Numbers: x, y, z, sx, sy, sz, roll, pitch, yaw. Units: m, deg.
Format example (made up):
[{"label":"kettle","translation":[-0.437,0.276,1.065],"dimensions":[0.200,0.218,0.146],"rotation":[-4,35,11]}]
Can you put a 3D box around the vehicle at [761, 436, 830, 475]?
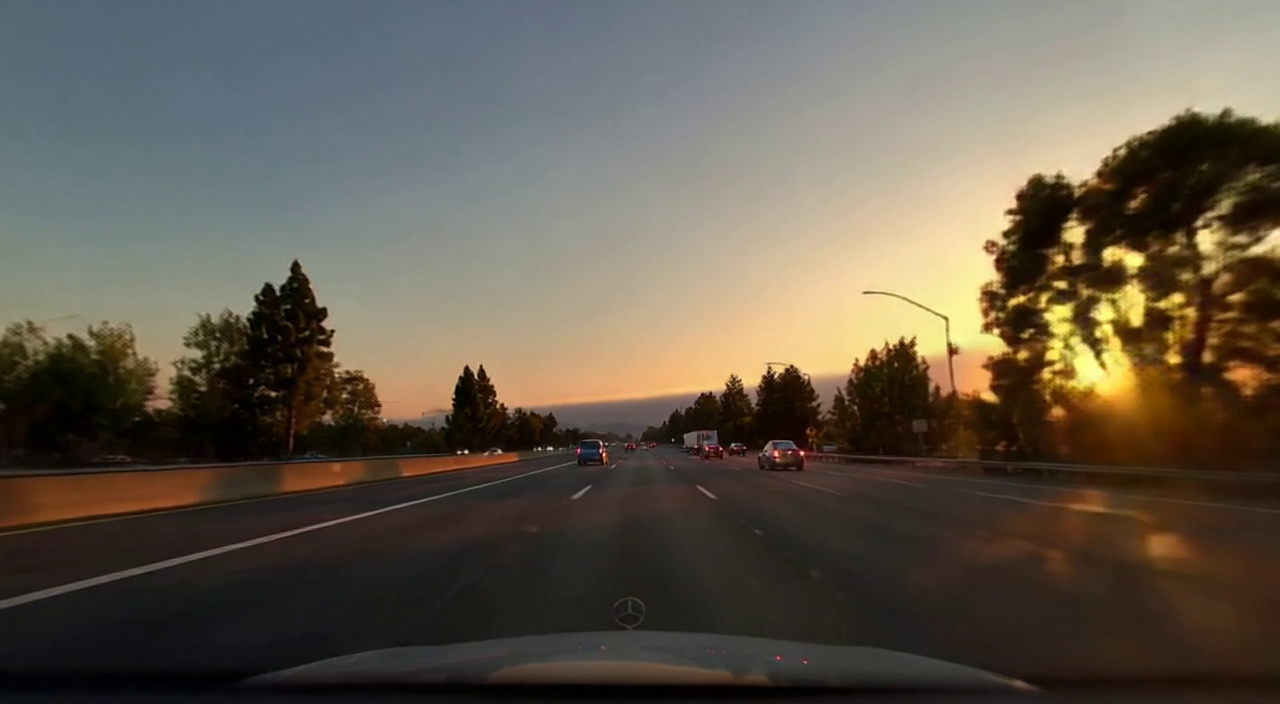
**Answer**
[{"label":"vehicle","translation":[7.231,4.856,29.778],"dimensions":[2.063,1.706,4.259],"rotation":[0,-8,-1]}]

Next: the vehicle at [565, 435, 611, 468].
[{"label":"vehicle","translation":[-3.271,6.375,40.596],"dimensions":[2.453,1.952,5.320],"rotation":[0,-8,1]}]
